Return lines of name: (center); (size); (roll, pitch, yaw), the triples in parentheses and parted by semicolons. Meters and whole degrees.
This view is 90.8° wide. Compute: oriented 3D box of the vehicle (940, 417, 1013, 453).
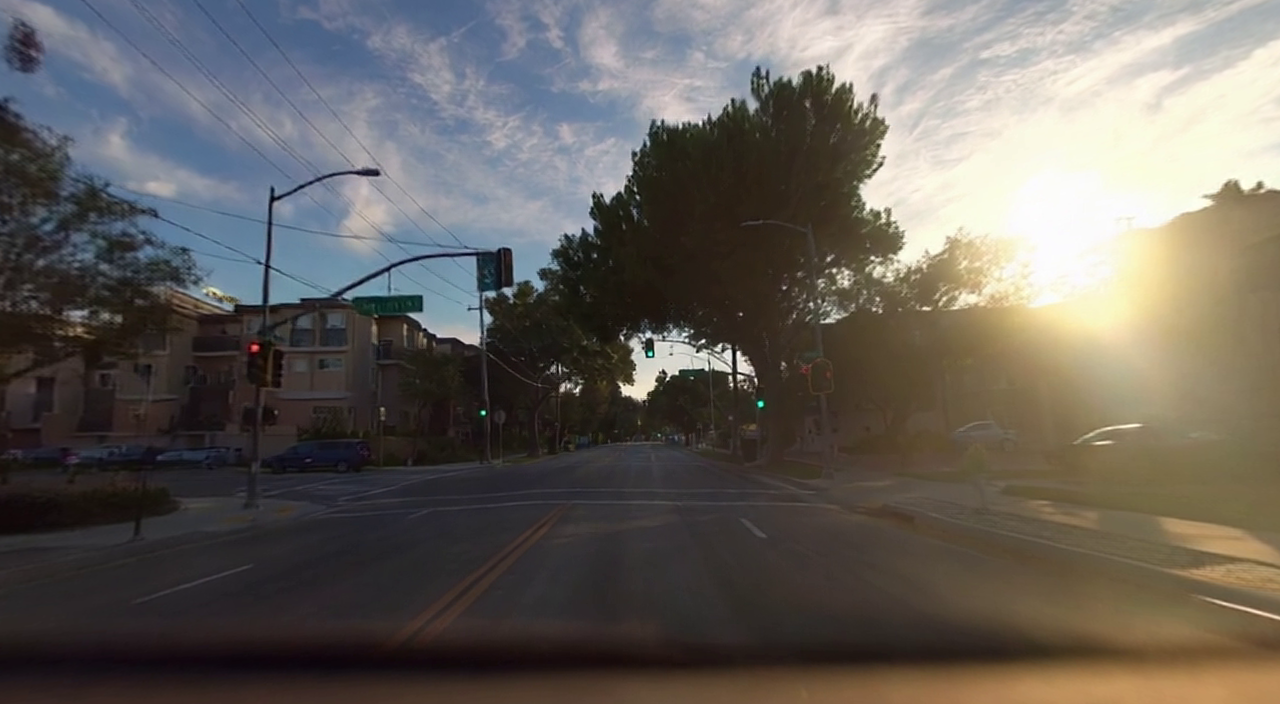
vehicle: (17.112, 4.297, 32.362); (2.013, 1.722, 4.007); (-2, -9, 9)

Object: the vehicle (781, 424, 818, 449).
vehicle: (11.497, 6.171, 45.877); (1.950, 1.714, 4.245); (-1, -9, 6)

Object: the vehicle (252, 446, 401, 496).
vehicle: (-10.226, 3.876, 20.710); (4.135, 1.424, 1.945); (-5, -10, 17)

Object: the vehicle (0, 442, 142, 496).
vehicle: (-22.271, 4.432, 24.008); (4.804, 1.842, 2.171); (-1, -8, -1)

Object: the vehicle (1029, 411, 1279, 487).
vehicle: (12.762, 2.366, 15.617); (4.908, 1.521, 2.108); (-2, -8, -4)
